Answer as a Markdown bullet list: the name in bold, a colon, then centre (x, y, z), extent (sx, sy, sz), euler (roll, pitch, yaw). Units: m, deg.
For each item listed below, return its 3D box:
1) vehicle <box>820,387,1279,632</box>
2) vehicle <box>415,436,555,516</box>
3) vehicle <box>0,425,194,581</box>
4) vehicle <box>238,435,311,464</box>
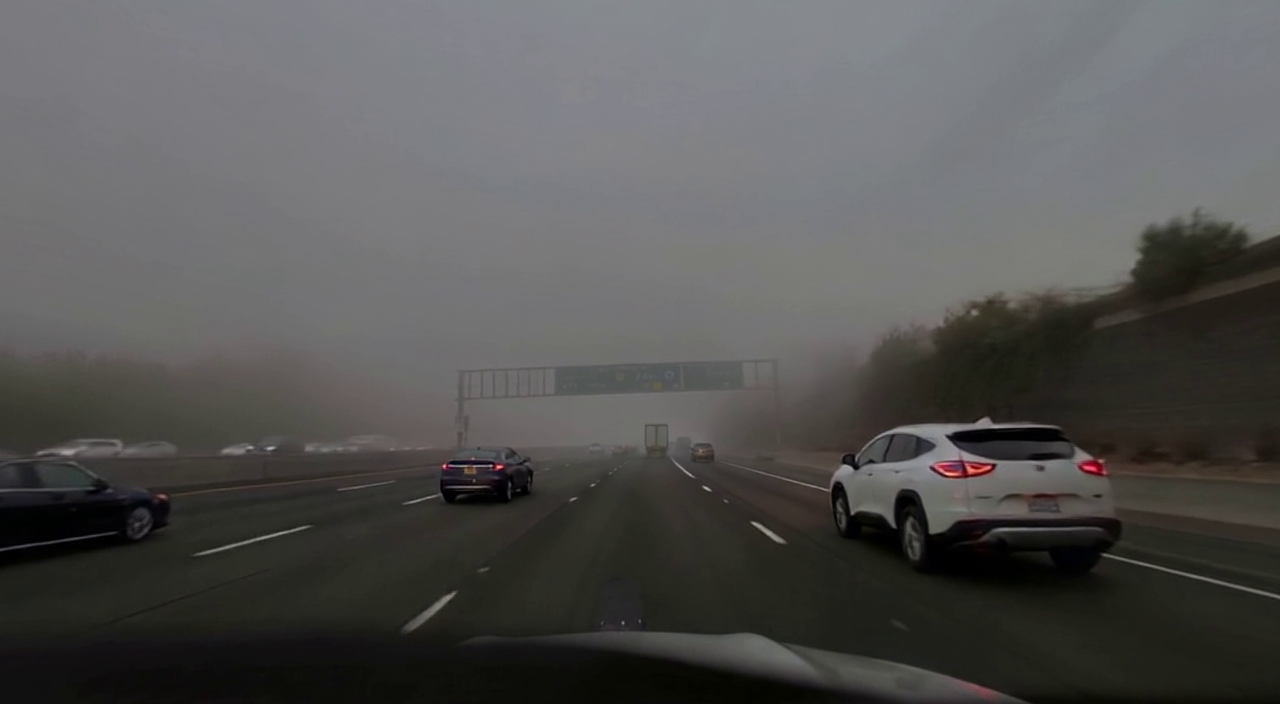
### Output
- **vehicle**: centre (3.704, 1.446, 6.811), extent (2.108, 1.709, 4.703), euler (0, -8, 0)
- **vehicle**: centre (-3.207, 2.639, 13.928), extent (1.947, 1.479, 4.114), euler (0, -8, 2)
- **vehicle**: centre (-7.098, 1.511, 6.455), extent (1.909, 1.482, 4.140), euler (0, -8, 1)
- **vehicle**: centre (-20.453, 5.480, 35.298), extent (1.718, 1.525, 3.736), euler (-1, -8, 3)
